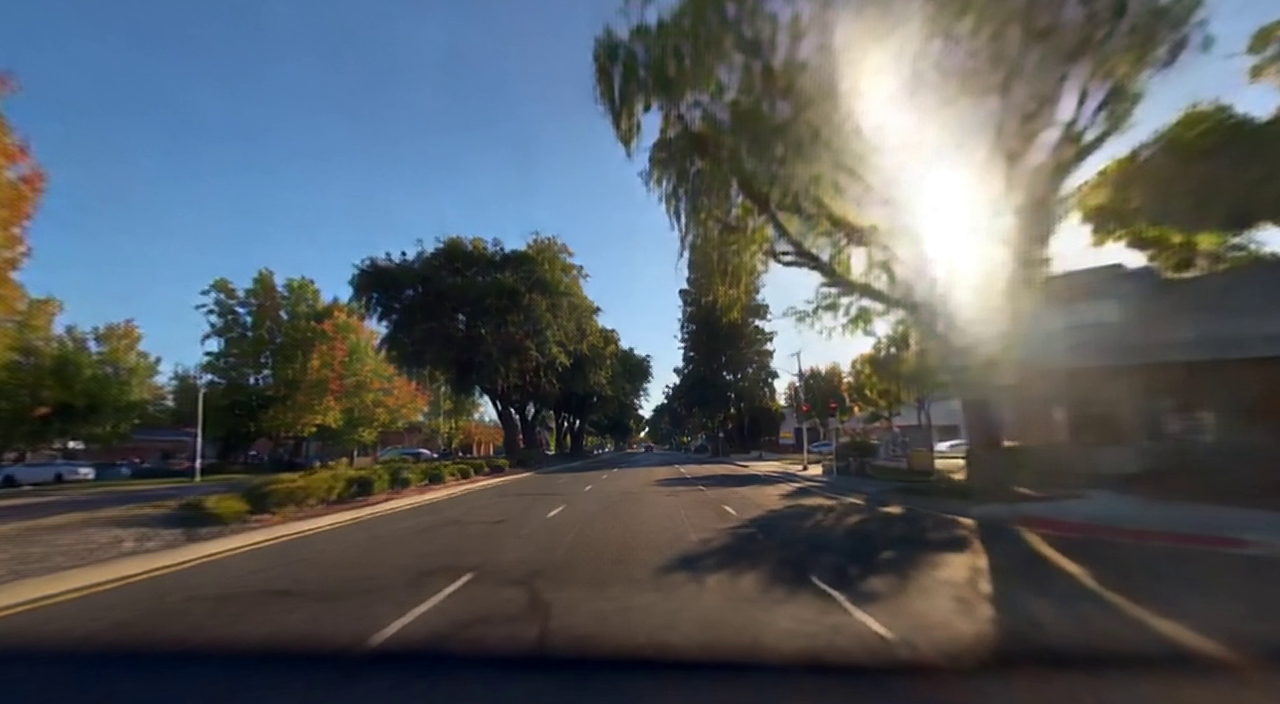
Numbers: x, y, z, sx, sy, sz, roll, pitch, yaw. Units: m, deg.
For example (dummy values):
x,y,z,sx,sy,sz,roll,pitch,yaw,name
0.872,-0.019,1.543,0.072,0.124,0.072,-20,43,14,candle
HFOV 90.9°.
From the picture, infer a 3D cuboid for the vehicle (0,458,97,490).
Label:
x,y,z,sx,sy,sz,roll,pitch,yaw,name
-32.003,6.447,33.673,1.876,1.470,4.706,0,-8,-3,vehicle
